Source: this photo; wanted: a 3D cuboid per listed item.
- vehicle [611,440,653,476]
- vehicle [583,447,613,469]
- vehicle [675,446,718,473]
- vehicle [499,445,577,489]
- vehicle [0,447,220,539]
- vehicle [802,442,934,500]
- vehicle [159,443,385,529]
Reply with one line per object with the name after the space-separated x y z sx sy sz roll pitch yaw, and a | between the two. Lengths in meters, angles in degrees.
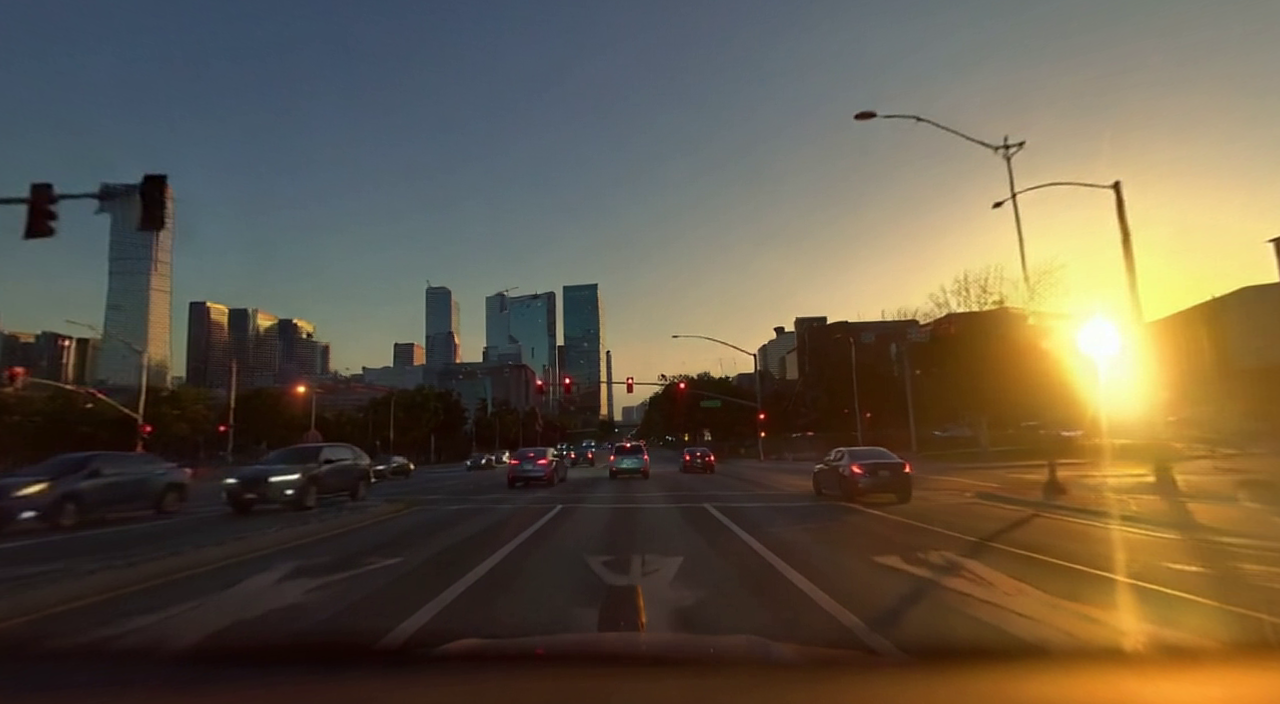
-0.383 5.349 32.149 2.008 1.716 4.125 0 -8 0 | vehicle
-3.117 7.938 47.499 2.002 1.502 4.057 0 -8 -1 | vehicle
3.252 6.243 36.988 2.014 1.430 4.103 0 -8 -2 | vehicle
-3.732 4.279 23.953 2.163 1.474 4.413 0 -8 1 | vehicle
-10.947 2.661 12.633 2.047 1.479 4.228 0 -8 2 | vehicle
6.411 3.367 18.414 2.028 1.451 4.625 0 -8 -1 | vehicle
-7.404 2.696 13.433 2.013 1.488 4.596 0 -8 0 | vehicle
